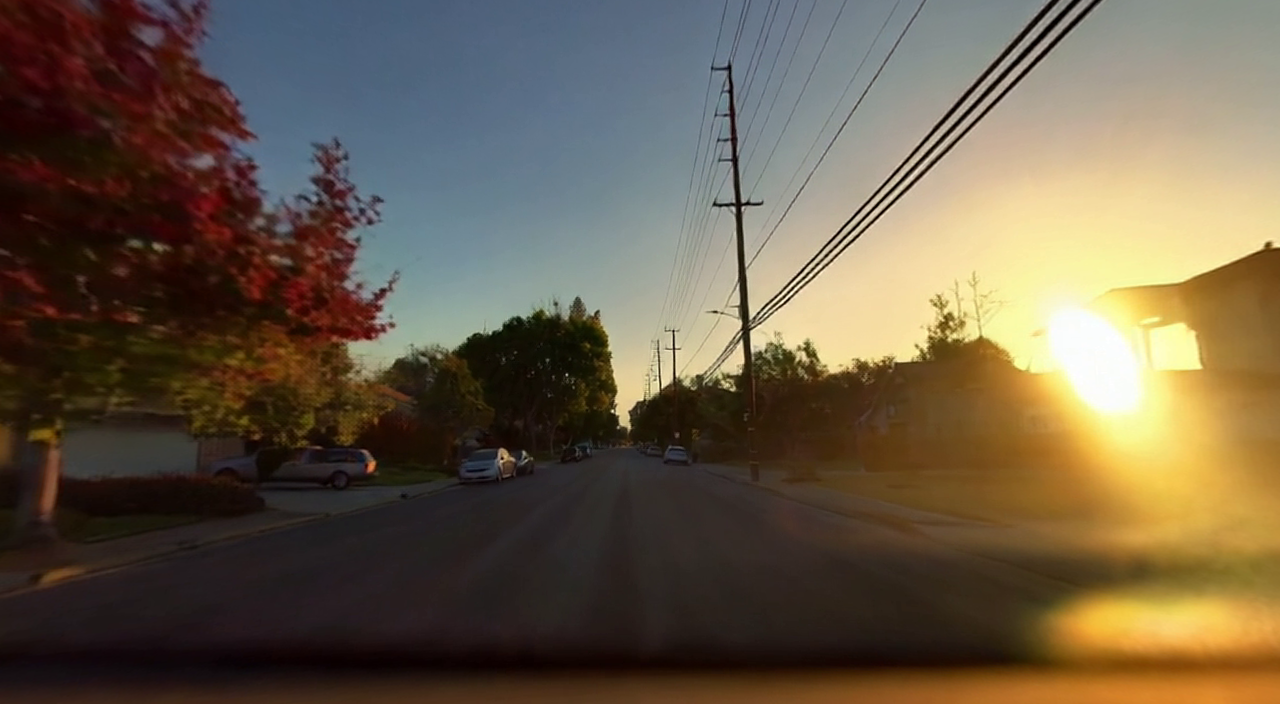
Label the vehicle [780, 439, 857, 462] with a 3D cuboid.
[{"bbox_3d":[12.062,6.685,42.807,4.605,1.492,1.898,0,-9,-1],"label":"vehicle"}]

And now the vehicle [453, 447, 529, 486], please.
[{"bbox_3d":[-6.488,5.036,28.142,2.208,1.491,5.089,0,-8,-1],"label":"vehicle"}]

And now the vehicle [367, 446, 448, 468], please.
[{"bbox_3d":[-16.142,7.282,43.991,4.833,1.489,1.987,0,-9,2],"label":"vehicle"}]

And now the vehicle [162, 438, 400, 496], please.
[{"bbox_3d":[-12.183,3.951,21.954,6.619,1.759,2.632,-1,-9,-2],"label":"vehicle"}]
